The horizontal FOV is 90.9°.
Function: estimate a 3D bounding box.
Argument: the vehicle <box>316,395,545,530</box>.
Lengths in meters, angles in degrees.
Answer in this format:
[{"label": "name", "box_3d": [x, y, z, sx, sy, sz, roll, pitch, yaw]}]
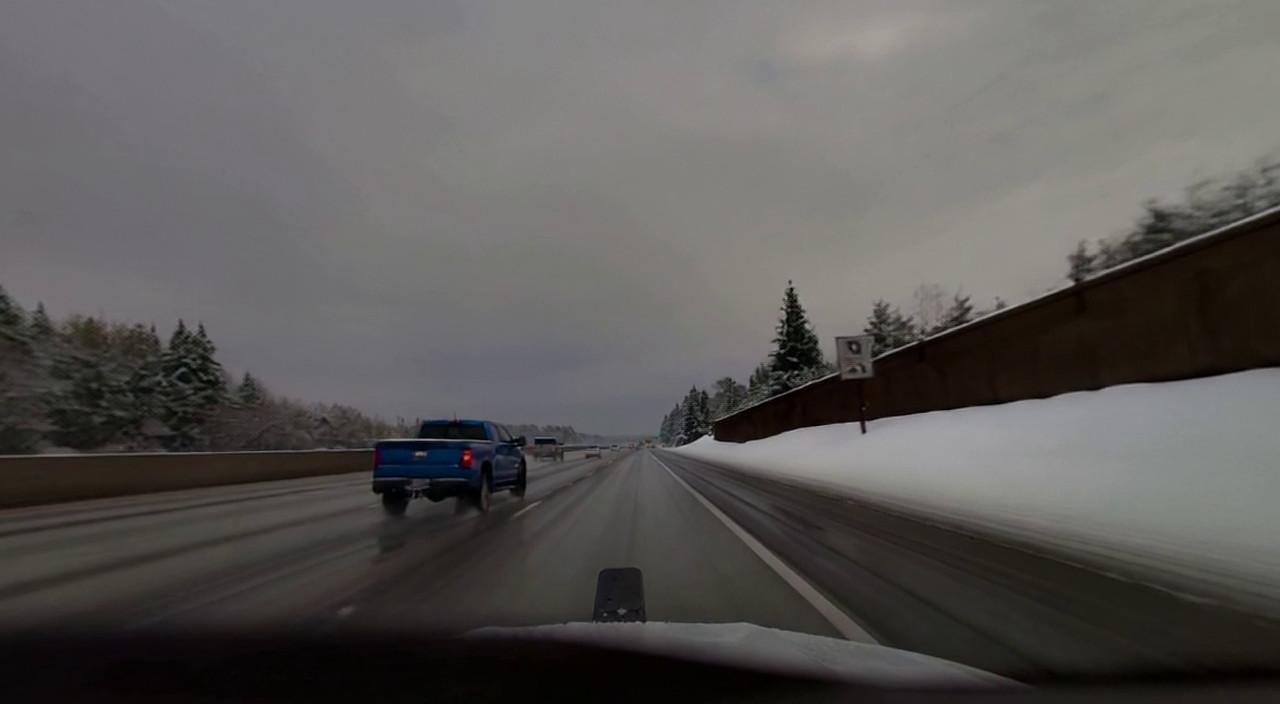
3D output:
[{"label": "vehicle", "box_3d": [-3.859, 2.242, 13.370, 2.604, 2.170, 6.271, 0, -8, 1]}]

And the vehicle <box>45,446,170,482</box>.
[{"label": "vehicle", "box_3d": [-25.646, 5.371, 30.628, 1.930, 1.587, 4.711, 0, -8, 0]}]
